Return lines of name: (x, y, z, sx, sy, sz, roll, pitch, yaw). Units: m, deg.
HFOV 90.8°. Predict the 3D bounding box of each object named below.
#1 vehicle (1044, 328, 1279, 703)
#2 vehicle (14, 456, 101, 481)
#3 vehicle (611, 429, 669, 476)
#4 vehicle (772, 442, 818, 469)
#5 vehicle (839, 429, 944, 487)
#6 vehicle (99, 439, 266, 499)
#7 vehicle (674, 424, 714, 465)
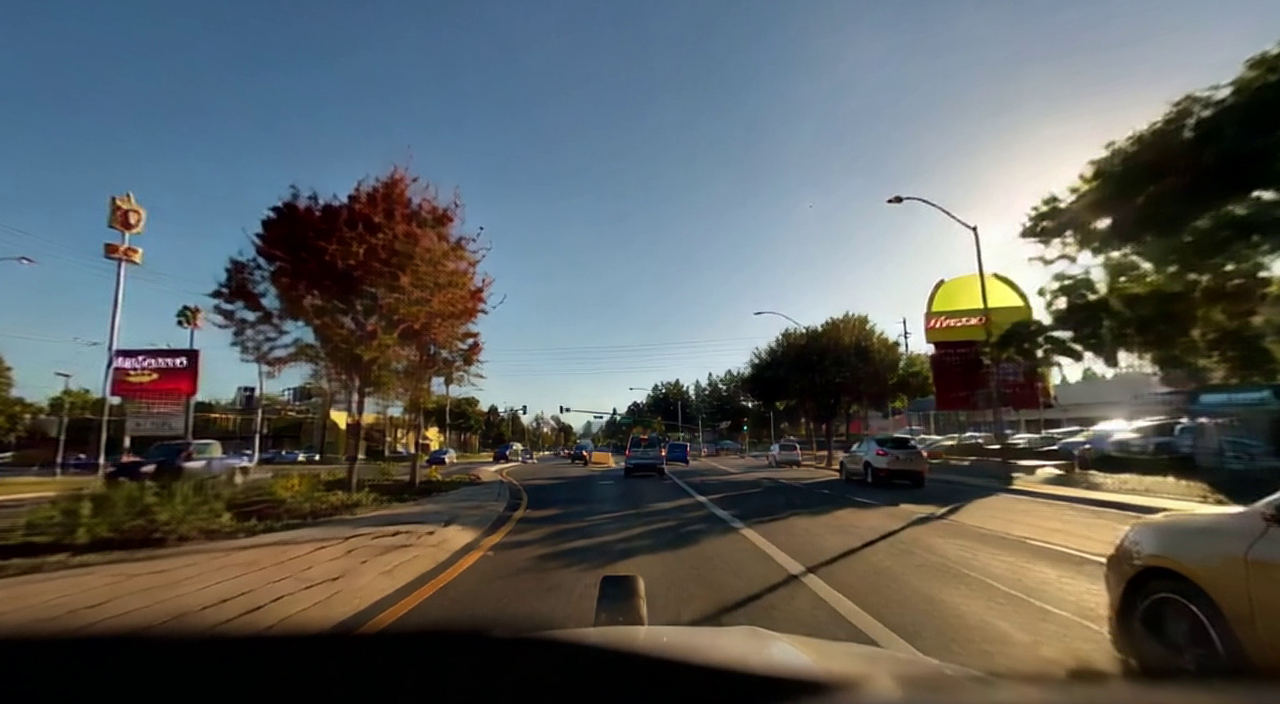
vehicle: (3.458, 0.642, 1.478, 2.076, 1.716, 4.416, 0, -8, 0)
vehicle: (-45.251, 9.013, 49.206, 2.009, 1.766, 4.873, -1, -9, 2)
vehicle: (-0.045, 4.575, 28.909, 2.402, 1.938, 4.535, 0, -8, -1)
vehicle: (9.347, 6.271, 38.393, 1.879, 1.517, 4.006, 0, -8, 1)
vehicle: (8.575, 3.648, 22.023, 1.977, 1.786, 4.344, 0, -8, 2)
vehicle: (-14.455, 3.732, 20.381, 2.136, 1.676, 4.371, -1, -9, -1)
vehicle: (3.620, 6.310, 43.121, 2.239, 2.586, 4.586, 0, -8, -1)
